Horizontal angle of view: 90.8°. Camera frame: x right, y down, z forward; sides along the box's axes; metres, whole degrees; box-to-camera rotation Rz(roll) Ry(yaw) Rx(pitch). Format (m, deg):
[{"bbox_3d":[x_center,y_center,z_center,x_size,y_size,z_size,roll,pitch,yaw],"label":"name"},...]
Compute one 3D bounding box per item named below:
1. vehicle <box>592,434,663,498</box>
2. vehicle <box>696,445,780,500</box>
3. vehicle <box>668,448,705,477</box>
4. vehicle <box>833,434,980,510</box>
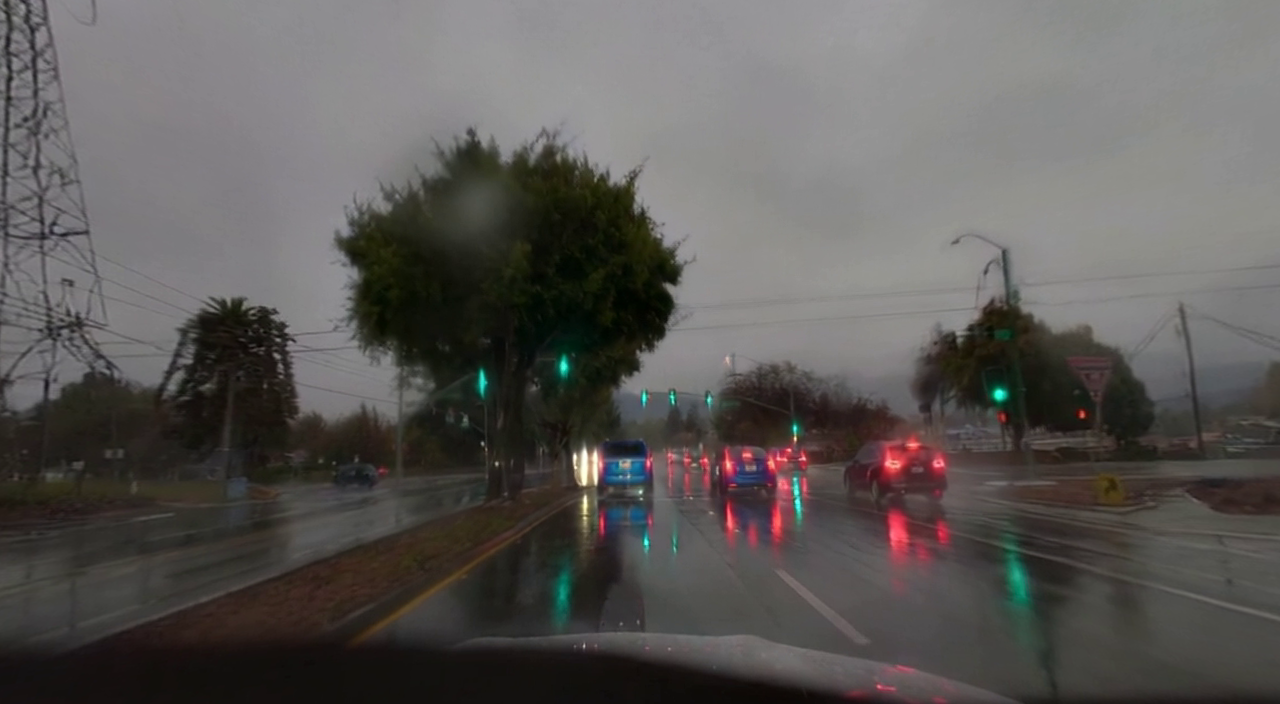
[{"bbox_3d":[-0.418,3.950,22.216,2.231,1.998,4.254,0,-9,-1],"label":"vehicle"},{"bbox_3d":[3.043,3.823,20.559,1.880,1.579,4.401,0,-9,-2],"label":"vehicle"},{"bbox_3d":[2.928,7.030,40.535,1.915,1.765,4.047,0,-9,-2],"label":"vehicle"},{"bbox_3d":[6.910,3.126,16.995,1.929,1.753,4.396,0,-9,-1],"label":"vehicle"}]
